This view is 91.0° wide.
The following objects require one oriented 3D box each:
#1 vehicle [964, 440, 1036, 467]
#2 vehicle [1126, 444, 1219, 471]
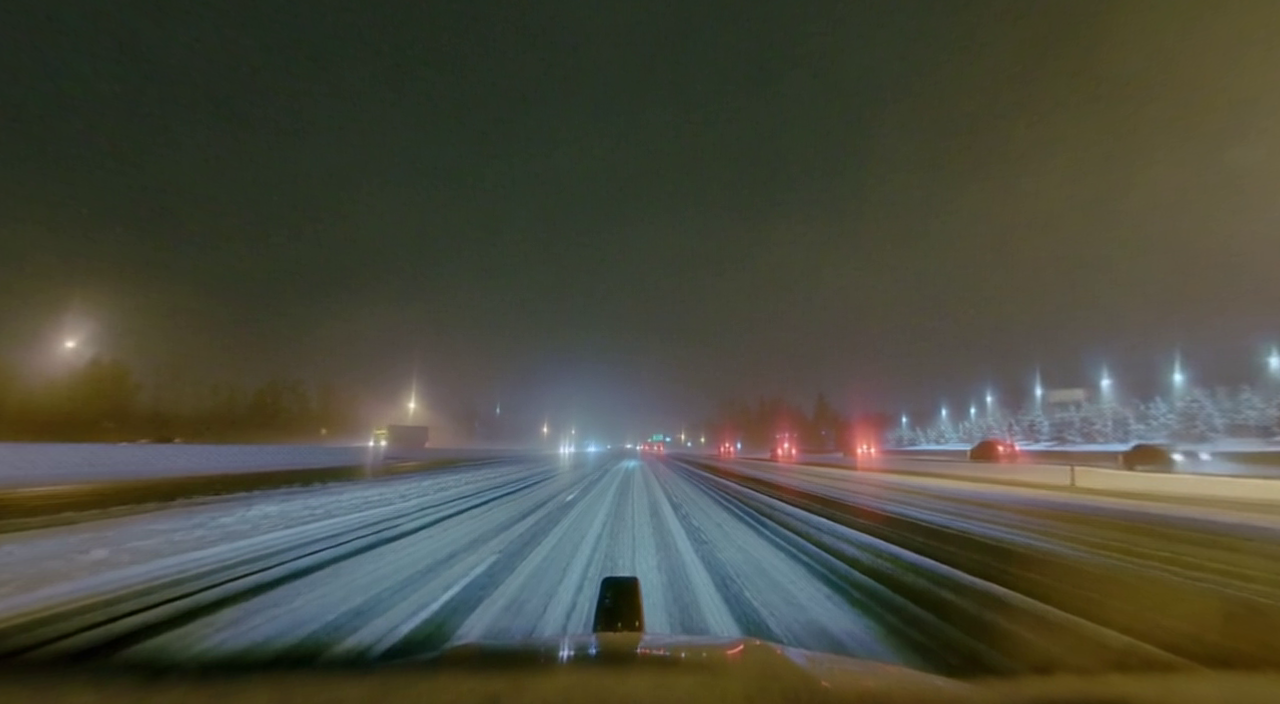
[{"bbox_3d":[27.161,7.663,47.765,2.074,1.881,5.056,1,-8,-6],"label":"vehicle"},{"bbox_3d":[35.381,7.005,42.033,1.927,1.631,4.803,0,-8,-1],"label":"vehicle"}]
